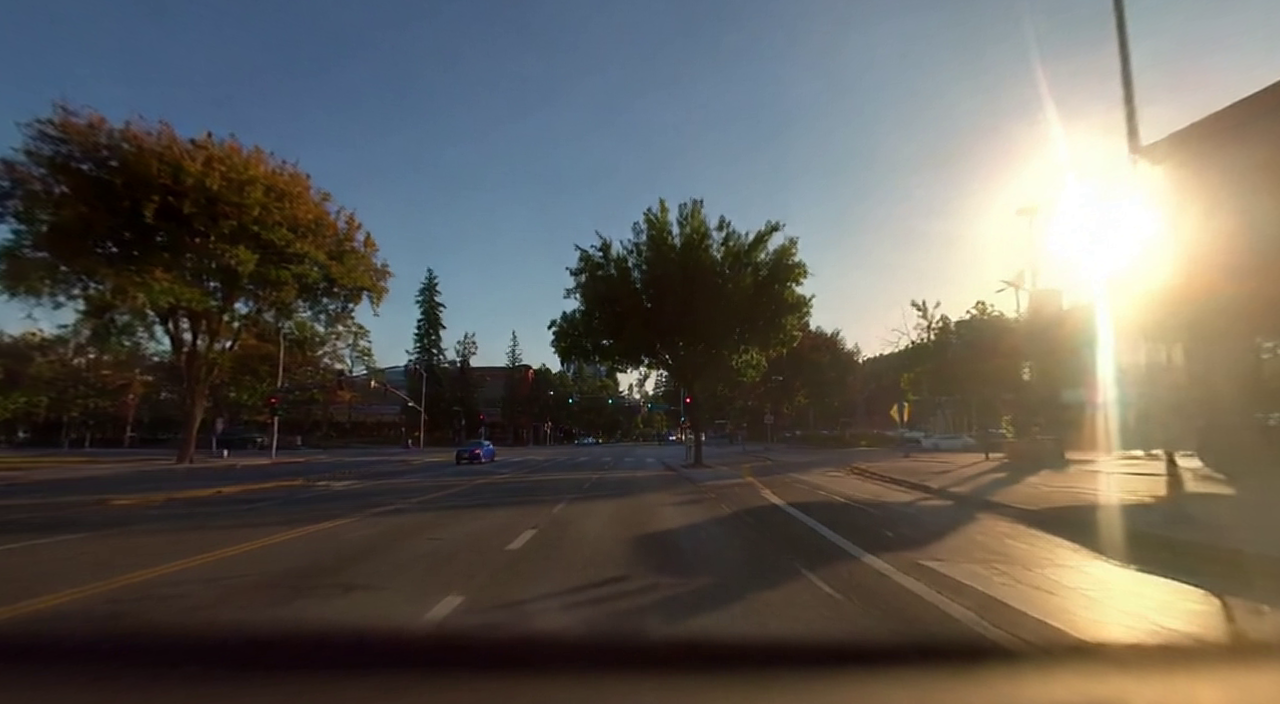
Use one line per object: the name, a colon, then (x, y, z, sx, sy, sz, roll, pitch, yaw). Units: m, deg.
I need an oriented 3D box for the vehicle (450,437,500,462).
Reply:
vehicle: (-10.745, 6.405, 41.297, 1.924, 1.502, 4.727, 0, -9, 1)
